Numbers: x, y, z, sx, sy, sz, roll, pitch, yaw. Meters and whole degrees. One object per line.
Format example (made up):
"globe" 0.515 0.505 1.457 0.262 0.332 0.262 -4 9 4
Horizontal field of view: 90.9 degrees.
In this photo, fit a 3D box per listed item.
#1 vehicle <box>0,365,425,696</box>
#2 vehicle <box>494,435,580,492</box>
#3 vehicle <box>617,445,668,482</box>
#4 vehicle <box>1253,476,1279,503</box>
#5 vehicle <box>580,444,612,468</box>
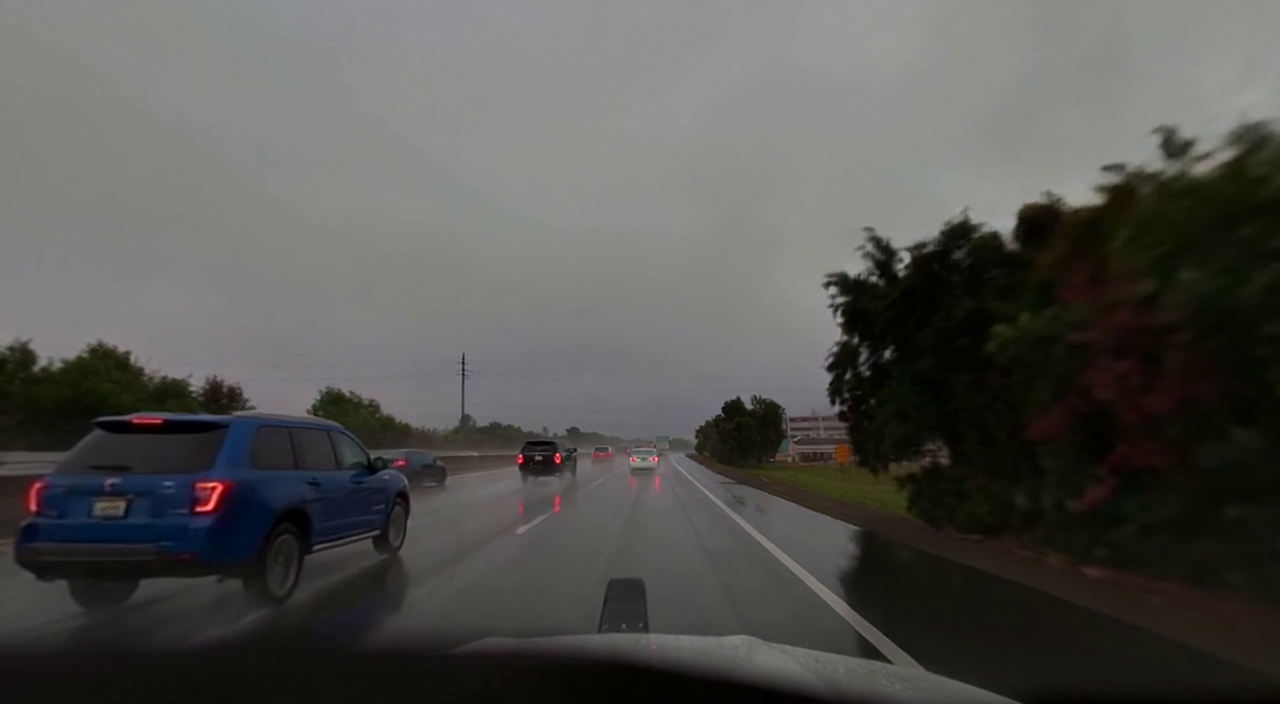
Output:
"vehicle" -4.190 1.391 6.277 2.198 1.848 5.346 0 -8 0
"vehicle" -3.473 3.867 22.264 2.133 1.789 4.518 -1 -8 2
"vehicle" 0.106 4.809 27.580 2.047 1.473 3.978 0 -8 0
"vehicle" 39.774 8.550 39.230 4.203 1.418 1.942 8 -12 -42
"vehicle" -3.280 7.894 48.029 1.993 1.717 4.321 -1 -8 2
